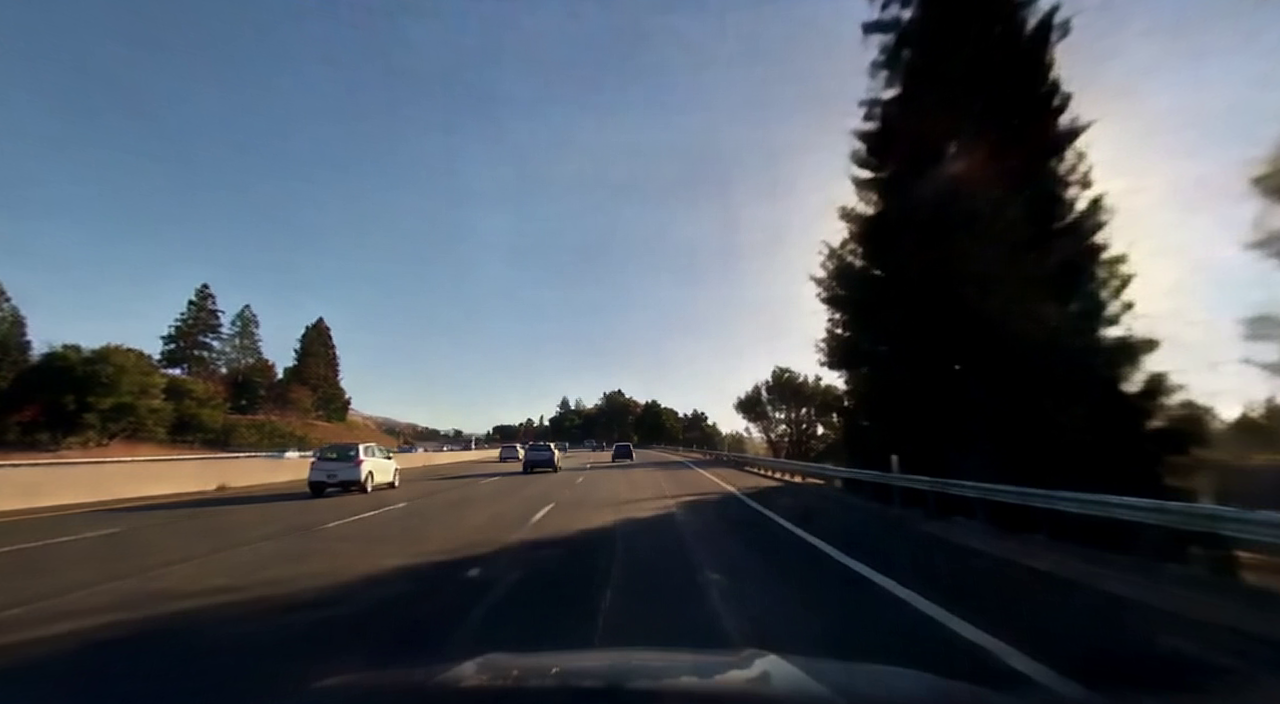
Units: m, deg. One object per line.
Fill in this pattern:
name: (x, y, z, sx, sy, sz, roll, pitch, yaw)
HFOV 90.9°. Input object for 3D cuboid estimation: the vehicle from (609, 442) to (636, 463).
vehicle: (-1.257, 7.313, 45.923, 1.881, 1.460, 3.694, 0, -8, -2)

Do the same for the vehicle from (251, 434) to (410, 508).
vehicle: (-7.707, 2.976, 16.233, 2.086, 1.628, 4.039, 0, -8, -1)

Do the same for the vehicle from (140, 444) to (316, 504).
vehicle: (-11.756, 3.464, 18.501, 2.028, 1.499, 4.702, 0, -8, -1)

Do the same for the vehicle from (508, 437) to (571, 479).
vehicle: (-4.169, 4.479, 26.943, 1.991, 1.610, 4.606, 0, -8, -1)
